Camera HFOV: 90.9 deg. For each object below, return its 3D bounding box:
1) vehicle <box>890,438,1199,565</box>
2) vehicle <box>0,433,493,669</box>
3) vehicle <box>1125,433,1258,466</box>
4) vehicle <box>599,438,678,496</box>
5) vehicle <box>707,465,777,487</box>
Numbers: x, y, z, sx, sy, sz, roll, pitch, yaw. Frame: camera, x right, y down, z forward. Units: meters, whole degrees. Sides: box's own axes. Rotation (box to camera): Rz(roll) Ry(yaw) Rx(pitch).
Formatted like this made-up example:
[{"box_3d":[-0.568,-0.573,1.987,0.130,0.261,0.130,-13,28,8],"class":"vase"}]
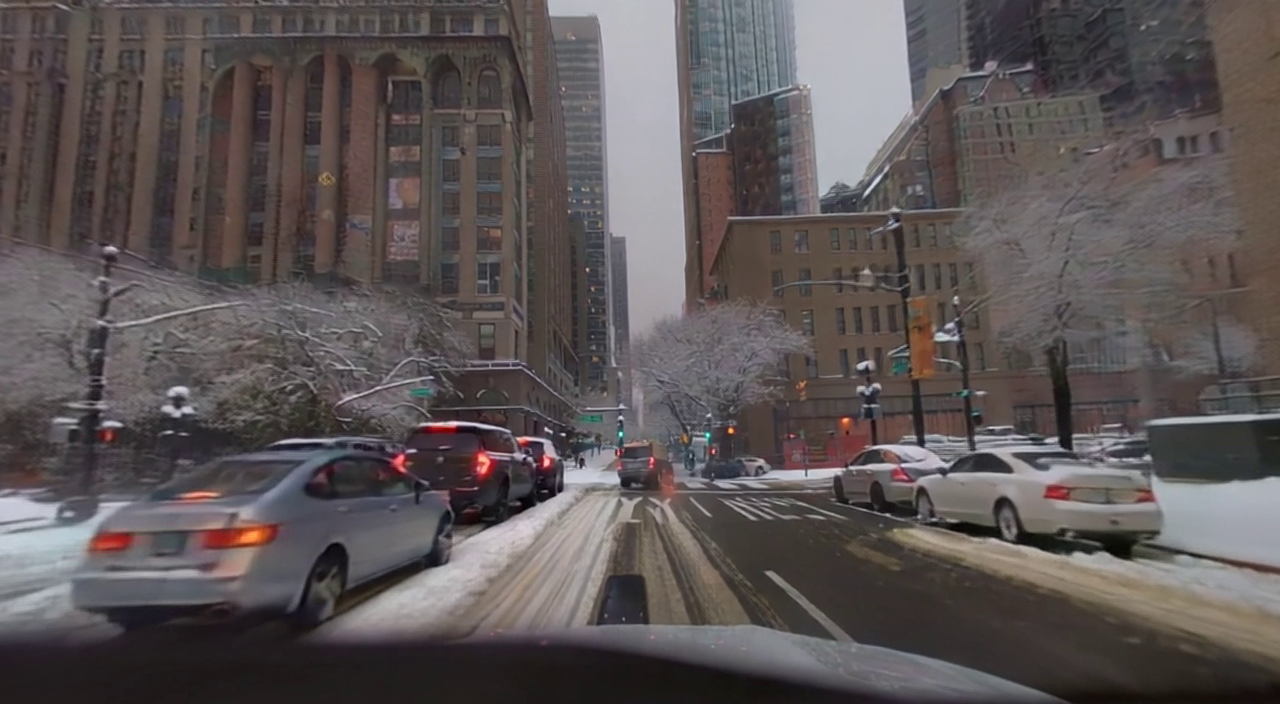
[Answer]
[{"box_3d":[5.882,2.182,10.067,1.919,1.529,4.558,0,-9,0],"class":"vehicle"},{"box_3d":[-3.009,1.590,6.256,1.930,1.450,4.497,0,-9,1],"class":"vehicle"},{"box_3d":[26.827,4.781,30.792,4.598,1.519,1.994,0,-10,-1],"class":"vehicle"},{"box_3d":[0.090,3.899,21.888,2.328,1.746,5.072,-1,-9,4],"class":"vehicle"},{"box_3d":[7.447,9.125,46.470,4.766,1.502,1.891,0,-9,-4],"class":"vehicle"}]
